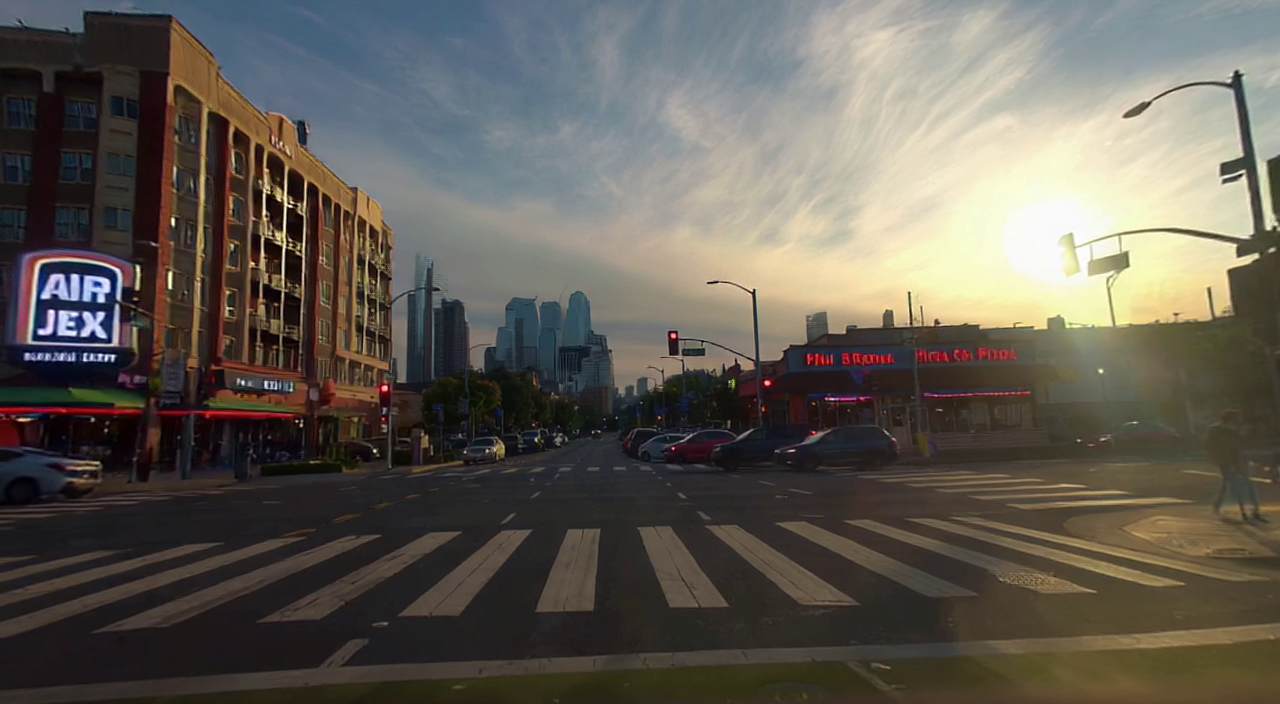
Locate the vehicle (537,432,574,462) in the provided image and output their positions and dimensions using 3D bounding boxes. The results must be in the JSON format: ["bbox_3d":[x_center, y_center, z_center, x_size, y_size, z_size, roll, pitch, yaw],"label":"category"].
[{"bbox_3d":[-5.097,5.809,38.653,1.976,1.683,4.117,0,-8,-4],"label":"vehicle"}]

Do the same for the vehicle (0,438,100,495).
[{"bbox_3d":[-23.097,4.121,22.893,4.842,1.969,2.039,1,-9,-8],"label":"vehicle"}]

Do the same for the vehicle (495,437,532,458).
[{"bbox_3d":[-8.643,6.579,43.566,1.906,1.402,4.904,0,-8,-5],"label":"vehicle"}]

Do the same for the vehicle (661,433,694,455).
[{"bbox_3d":[2.789,6.930,47.693,1.675,1.569,4.000,1,-9,-9],"label":"vehicle"}]

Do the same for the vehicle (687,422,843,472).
[{"bbox_3d":[4.028,3.097,20.747,4.612,1.521,1.811,1,-9,-9],"label":"vehicle"}]

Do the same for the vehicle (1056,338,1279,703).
[{"bbox_3d":[3.021,0.613,0.878,1.866,1.654,4.354,0,-8,0],"label":"vehicle"}]

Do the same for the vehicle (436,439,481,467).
[{"bbox_3d":[-10.898,6.099,38.211,1.885,1.545,4.124,1,-8,-6],"label":"vehicle"}]
